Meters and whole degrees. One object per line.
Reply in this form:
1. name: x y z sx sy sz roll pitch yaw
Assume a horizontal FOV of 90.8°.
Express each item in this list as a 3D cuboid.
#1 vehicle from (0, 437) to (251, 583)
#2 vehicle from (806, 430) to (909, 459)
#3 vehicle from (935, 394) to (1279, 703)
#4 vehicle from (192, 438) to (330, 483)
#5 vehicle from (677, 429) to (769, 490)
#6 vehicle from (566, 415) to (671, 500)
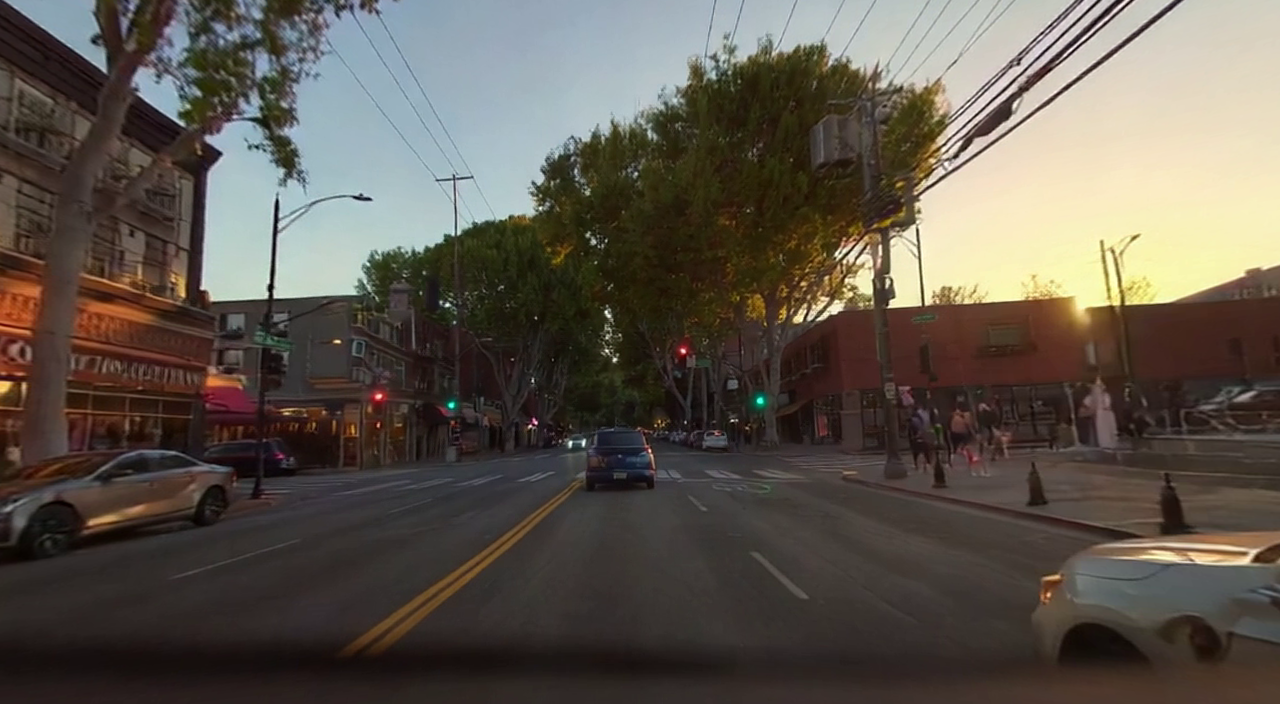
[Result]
1. vehicle: -9.775 2.515 11.053 2.048 1.985 6.011 0 -8 0
2. vehicle: 11.365 4.866 33.272 4.713 1.493 1.875 0 -8 -2
3. vehicle: 2.828 0.808 1.459 2.146 1.457 4.439 0 -8 0
4. vehicle: -17.638 5.052 29.602 5.037 2.002 2.173 0 -8 0
5. vehicle: 2.289 3.114 18.573 1.998 1.580 4.015 0 -8 -2
6. vehicle: -0.525 2.698 16.461 2.301 1.854 4.919 0 -8 -1
